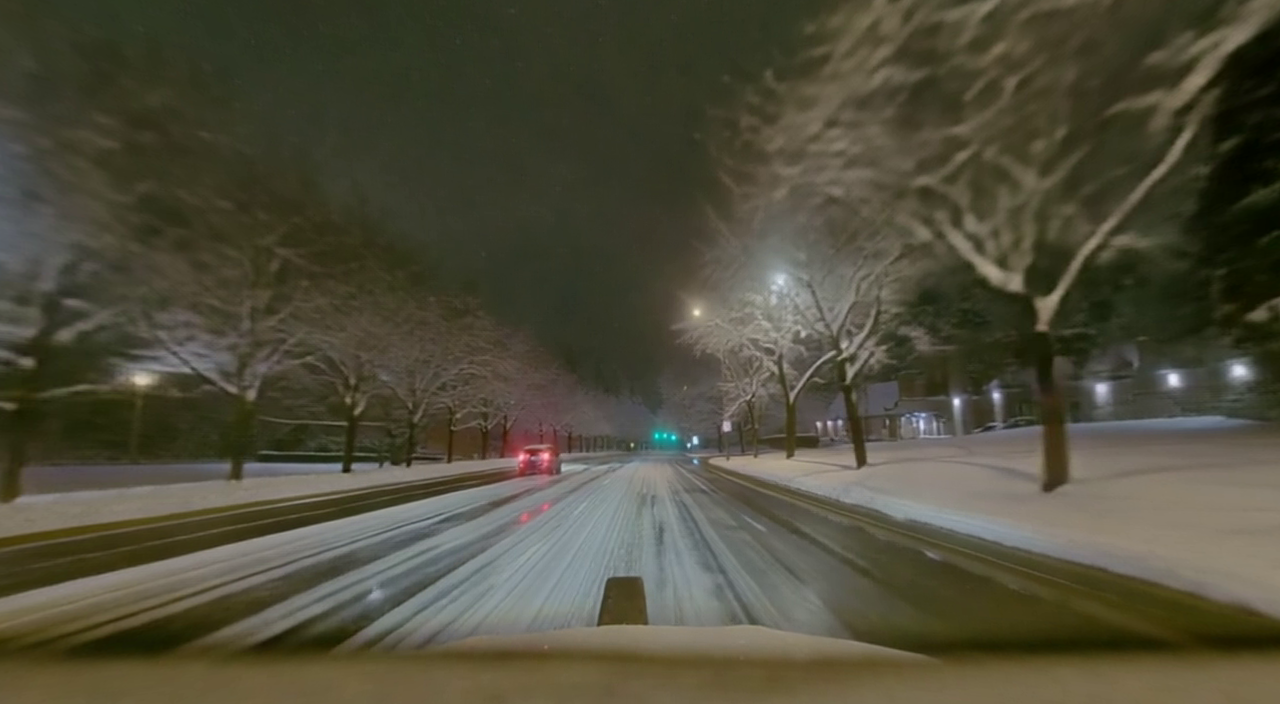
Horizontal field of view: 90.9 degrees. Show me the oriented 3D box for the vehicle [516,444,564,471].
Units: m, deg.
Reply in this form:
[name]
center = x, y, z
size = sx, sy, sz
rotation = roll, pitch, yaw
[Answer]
[vehicle]
center = -5.865, 6.217, 37.439
size = 1.945, 1.461, 4.605
rotation = 0, -8, 2
